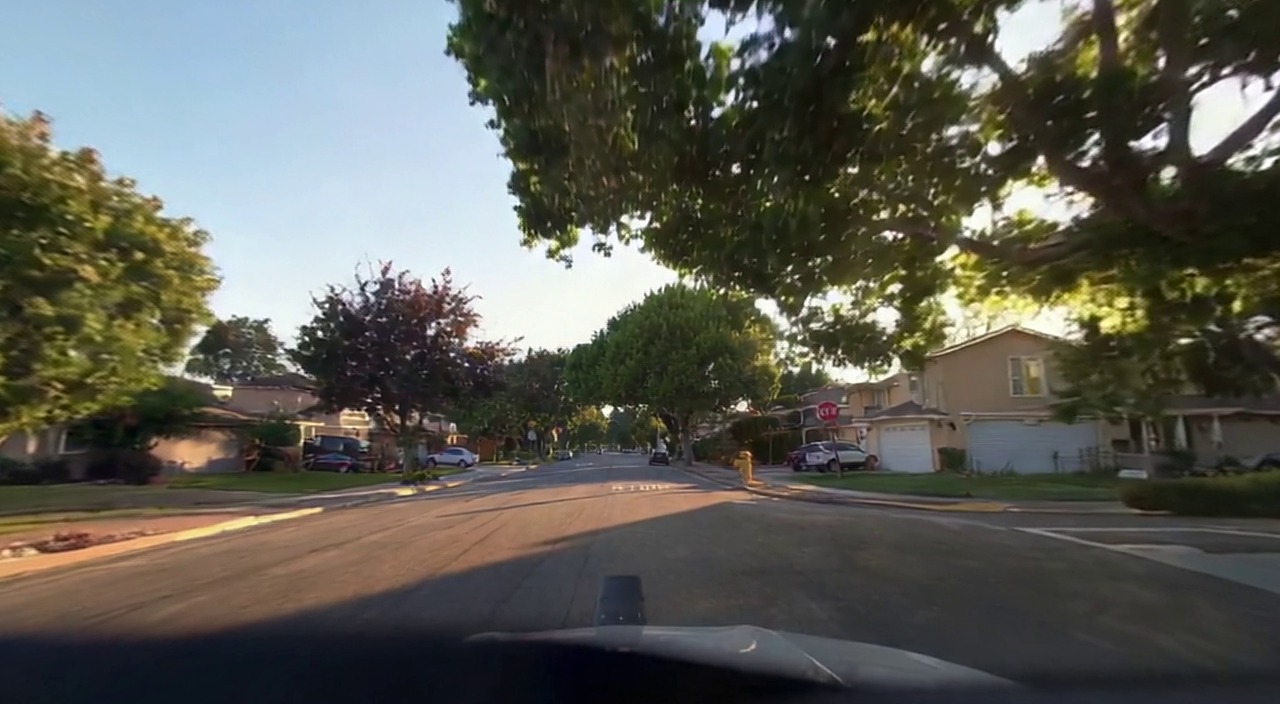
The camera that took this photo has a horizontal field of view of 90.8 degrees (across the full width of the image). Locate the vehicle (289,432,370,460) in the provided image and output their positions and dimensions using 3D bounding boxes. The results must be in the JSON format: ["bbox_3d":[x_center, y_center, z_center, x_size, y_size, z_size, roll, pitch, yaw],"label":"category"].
[{"bbox_3d":[-19.339,5.887,39.515,4.093,1.661,1.765,0,-10,-6],"label":"vehicle"}]

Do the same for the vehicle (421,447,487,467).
[{"bbox_3d":[-14.508,8.186,49.446,4.572,1.522,1.999,1,-9,-6],"label":"vehicle"}]
